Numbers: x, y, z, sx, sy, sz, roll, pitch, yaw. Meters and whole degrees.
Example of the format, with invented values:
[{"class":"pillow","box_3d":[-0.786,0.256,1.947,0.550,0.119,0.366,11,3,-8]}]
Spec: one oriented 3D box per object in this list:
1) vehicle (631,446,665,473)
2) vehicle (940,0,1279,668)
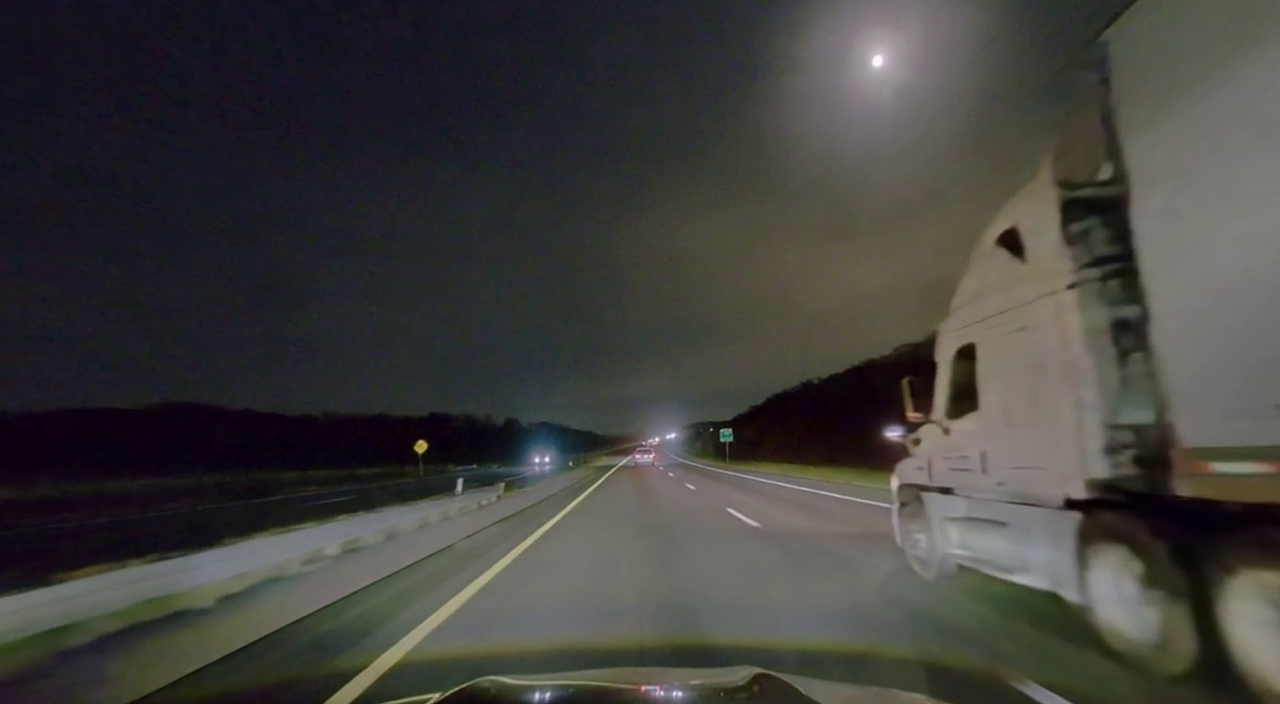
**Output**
[{"class":"vehicle","box_3d":[0.492,7.172,42.113,2.160,1.691,4.243,0,-9,-1]},{"class":"vehicle","box_3d":[4.827,-0.391,3.117,3.205,3.890,6.518,0,-9,-1]}]
